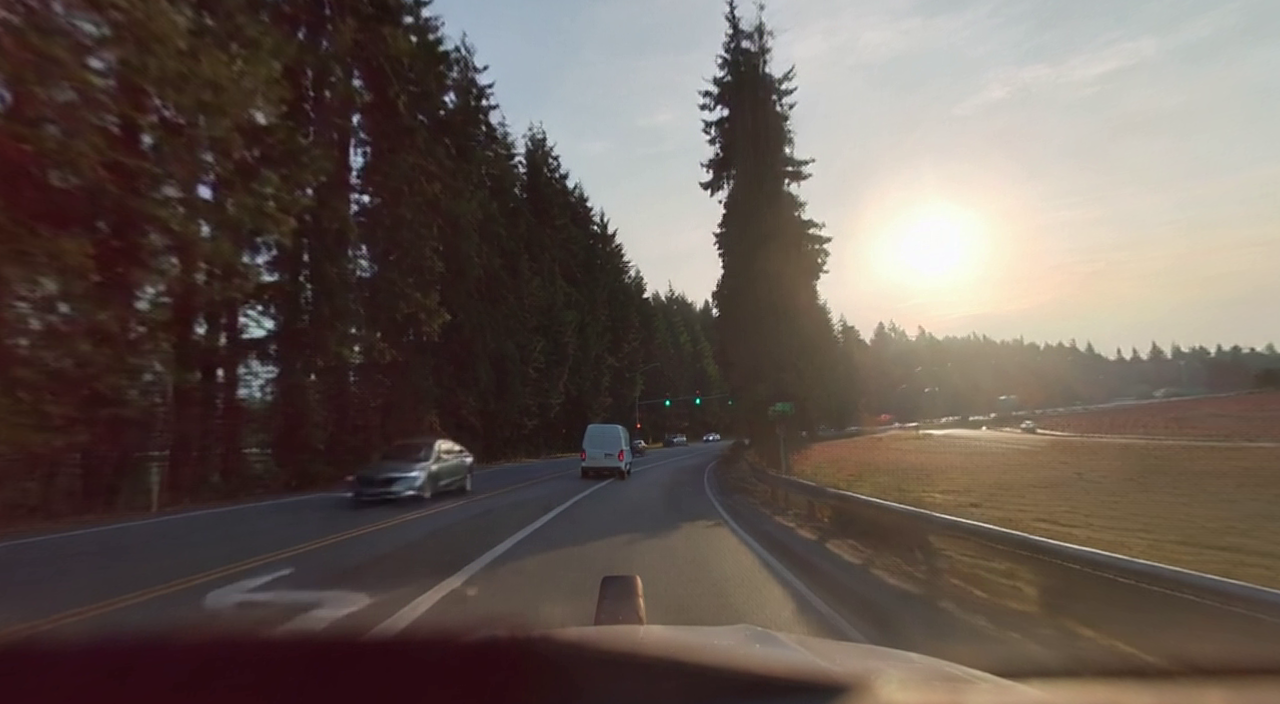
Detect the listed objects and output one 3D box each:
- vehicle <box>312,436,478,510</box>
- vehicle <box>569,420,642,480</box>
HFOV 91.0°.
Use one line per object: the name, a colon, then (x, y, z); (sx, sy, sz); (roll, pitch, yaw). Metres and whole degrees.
vehicle: (-5.489, 2.759, 14.855); (1.968, 1.460, 4.486); (0, -8, 2)
vehicle: (-1.261, 3.975, 25.654); (2.362, 2.185, 5.212); (0, -8, 4)
